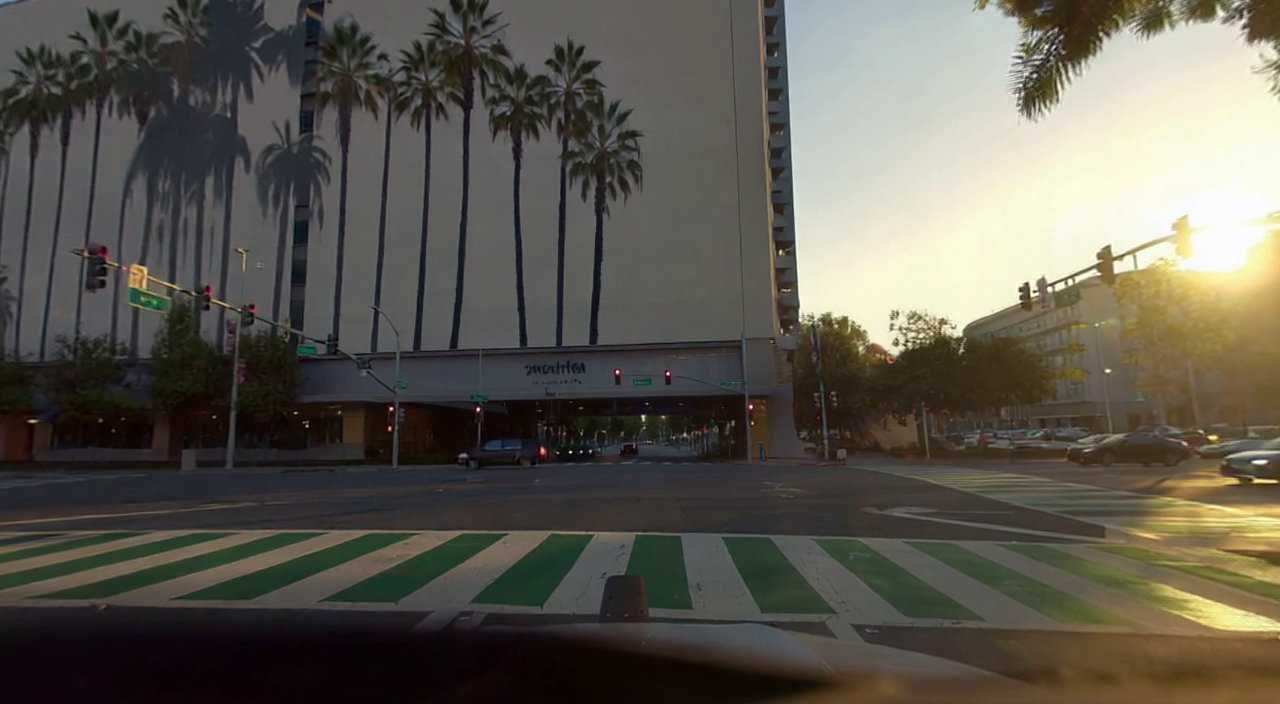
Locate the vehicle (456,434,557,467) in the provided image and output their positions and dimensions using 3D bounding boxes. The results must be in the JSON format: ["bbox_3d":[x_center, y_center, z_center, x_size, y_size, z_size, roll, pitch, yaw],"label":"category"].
[{"bbox_3d":[-7.853,5.830,37.466,5.477,1.880,2.125,0,-8,1],"label":"vehicle"}]

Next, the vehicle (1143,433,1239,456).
[{"bbox_3d":[36.023,6.040,41.283,4.606,1.449,1.687,0,-8,2],"label":"vehicle"}]

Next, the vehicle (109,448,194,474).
[{"bbox_3d":[-33.084,7.396,42.750,4.136,1.661,1.857,0,-8,1],"label":"vehicle"}]

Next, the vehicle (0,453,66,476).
[{"bbox_3d":[-41.679,7.602,42.763,3.698,1.508,1.779,0,-8,1],"label":"vehicle"}]
